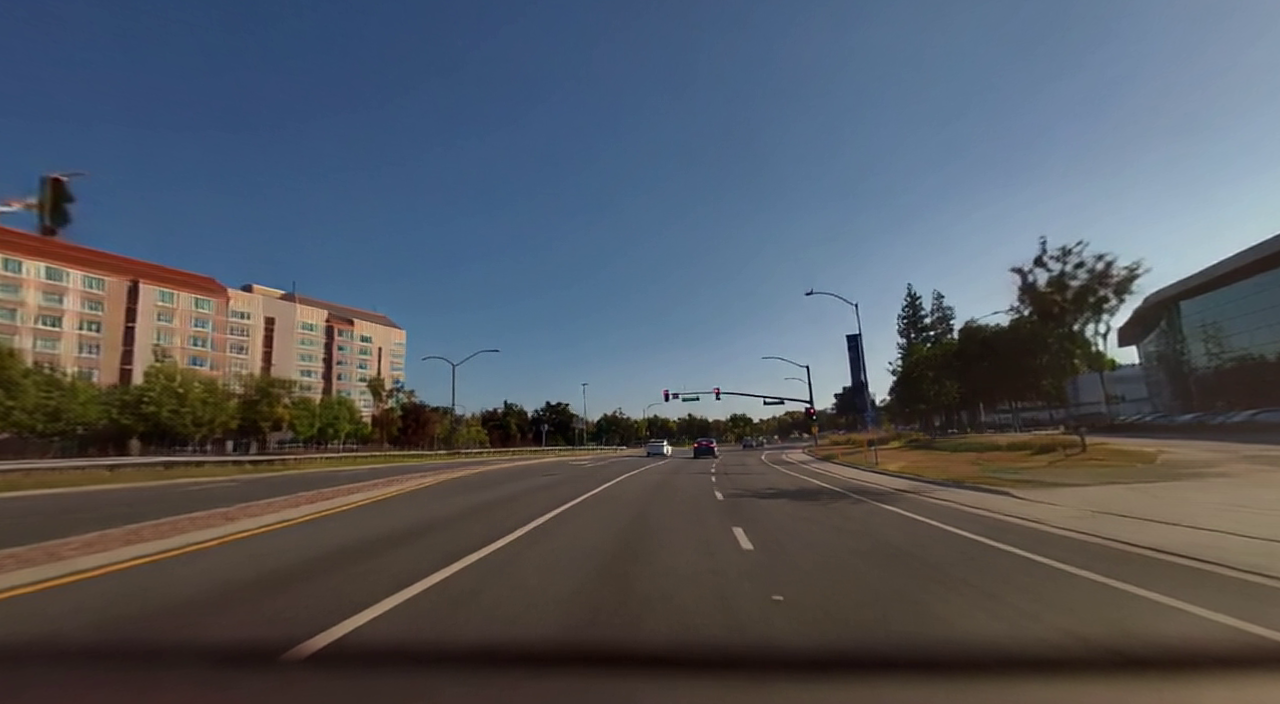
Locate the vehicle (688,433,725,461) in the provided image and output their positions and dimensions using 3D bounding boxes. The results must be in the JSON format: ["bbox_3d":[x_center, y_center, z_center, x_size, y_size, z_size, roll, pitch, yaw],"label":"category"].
[{"bbox_3d":[4.961,6.949,46.475,2.356,1.931,4.840,-2,-8,10],"label":"vehicle"}]
